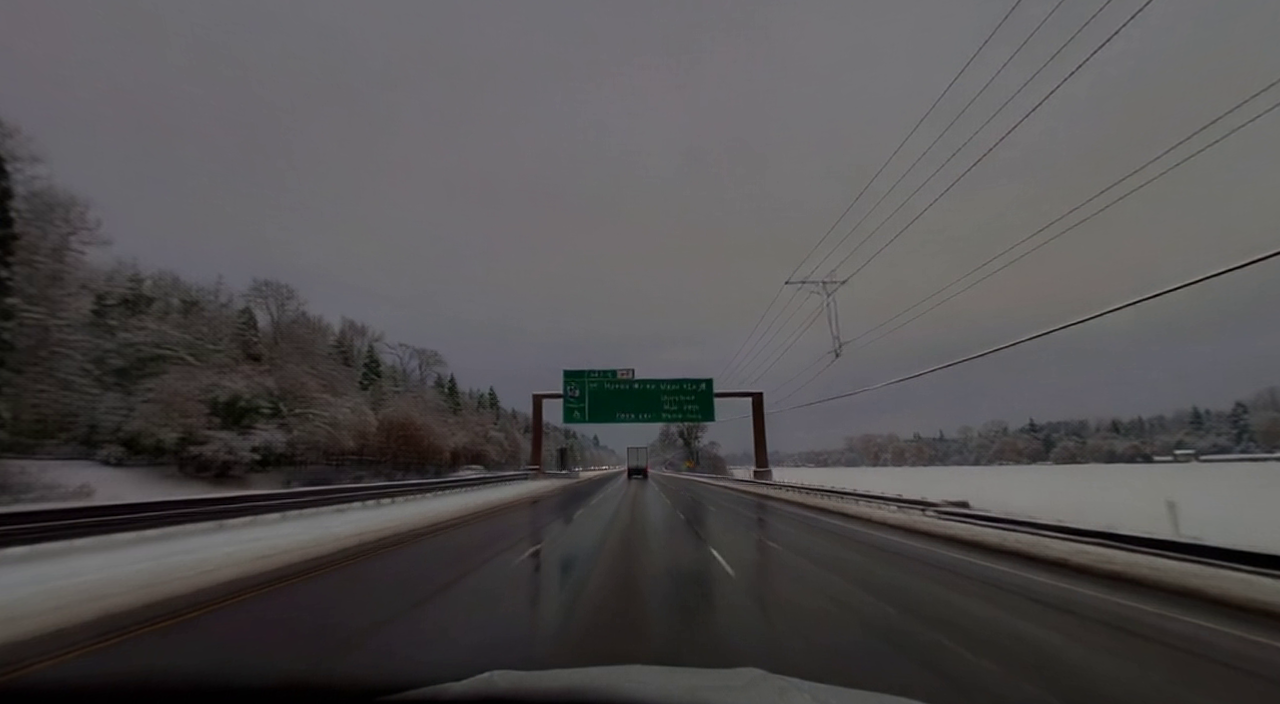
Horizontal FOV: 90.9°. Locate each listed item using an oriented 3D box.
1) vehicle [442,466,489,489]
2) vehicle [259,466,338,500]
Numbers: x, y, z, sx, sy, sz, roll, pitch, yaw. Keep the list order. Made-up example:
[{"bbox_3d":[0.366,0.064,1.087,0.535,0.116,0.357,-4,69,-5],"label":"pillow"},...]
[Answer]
[{"bbox_3d":[-11.947,8.624,43.373,1.881,1.438,4.529,1,-11,0],"label":"vehicle"},{"bbox_3d":[-15.693,6.035,29.181,1.673,1.409,3.458,1,-11,0],"label":"vehicle"}]
